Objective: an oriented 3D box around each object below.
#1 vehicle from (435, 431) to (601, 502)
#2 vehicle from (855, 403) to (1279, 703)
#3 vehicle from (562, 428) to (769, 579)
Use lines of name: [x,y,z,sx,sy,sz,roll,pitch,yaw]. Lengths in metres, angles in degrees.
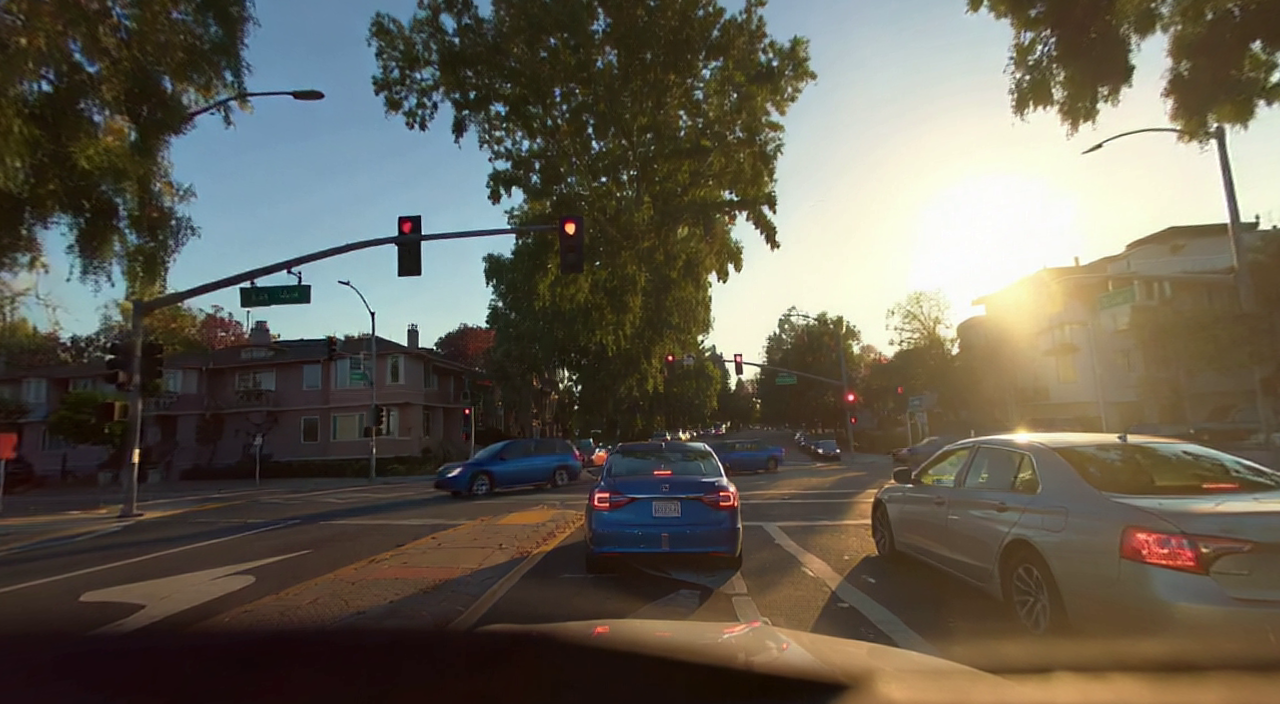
vehicle: [-3.455,3.329,18.875,1.988,1.799,4.789,-6,-10,35]
vehicle: [3.640,1.340,5.437,1.888,1.486,4.681,0,-9,-1]
vehicle: [0.289,1.819,8.333,2.090,1.505,3.756,-1,-9,1]
